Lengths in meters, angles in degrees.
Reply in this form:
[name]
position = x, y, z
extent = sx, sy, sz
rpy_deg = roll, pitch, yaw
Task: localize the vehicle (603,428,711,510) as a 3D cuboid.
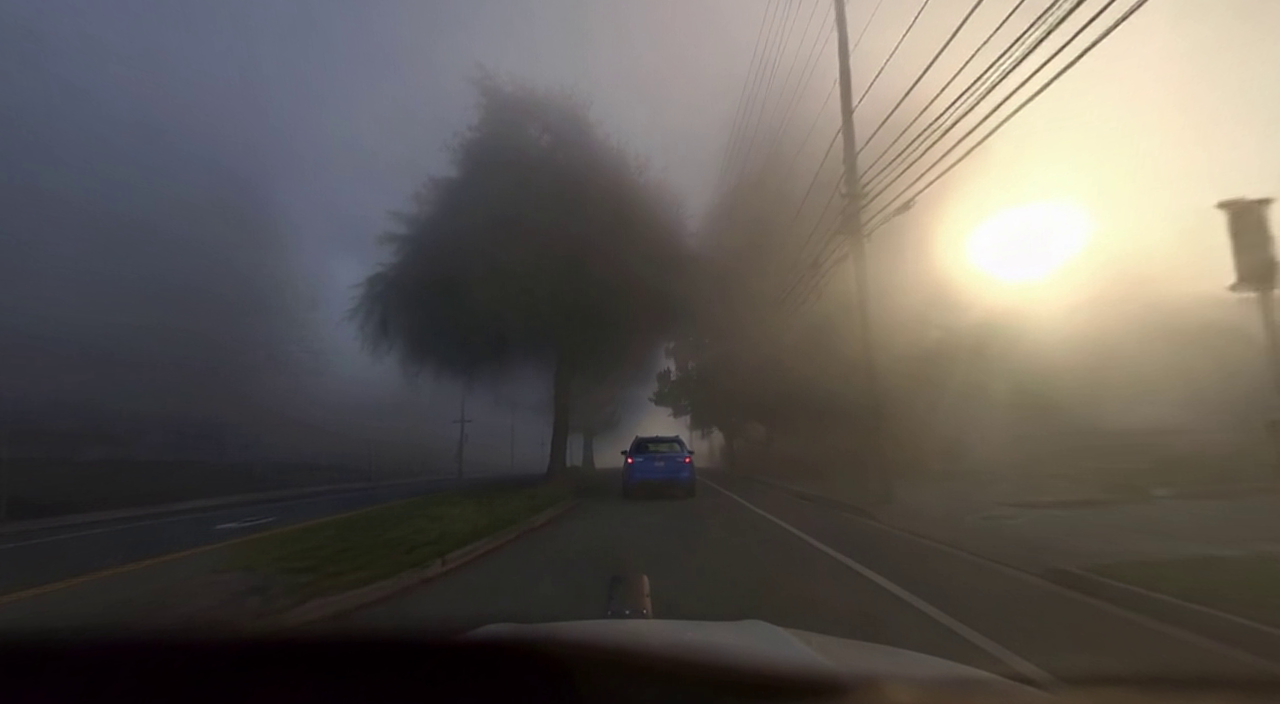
[vehicle]
position = 0.361, 2.709, 15.073
extent = 2.200, 1.653, 4.127
rpy_deg = 0, -8, 0
